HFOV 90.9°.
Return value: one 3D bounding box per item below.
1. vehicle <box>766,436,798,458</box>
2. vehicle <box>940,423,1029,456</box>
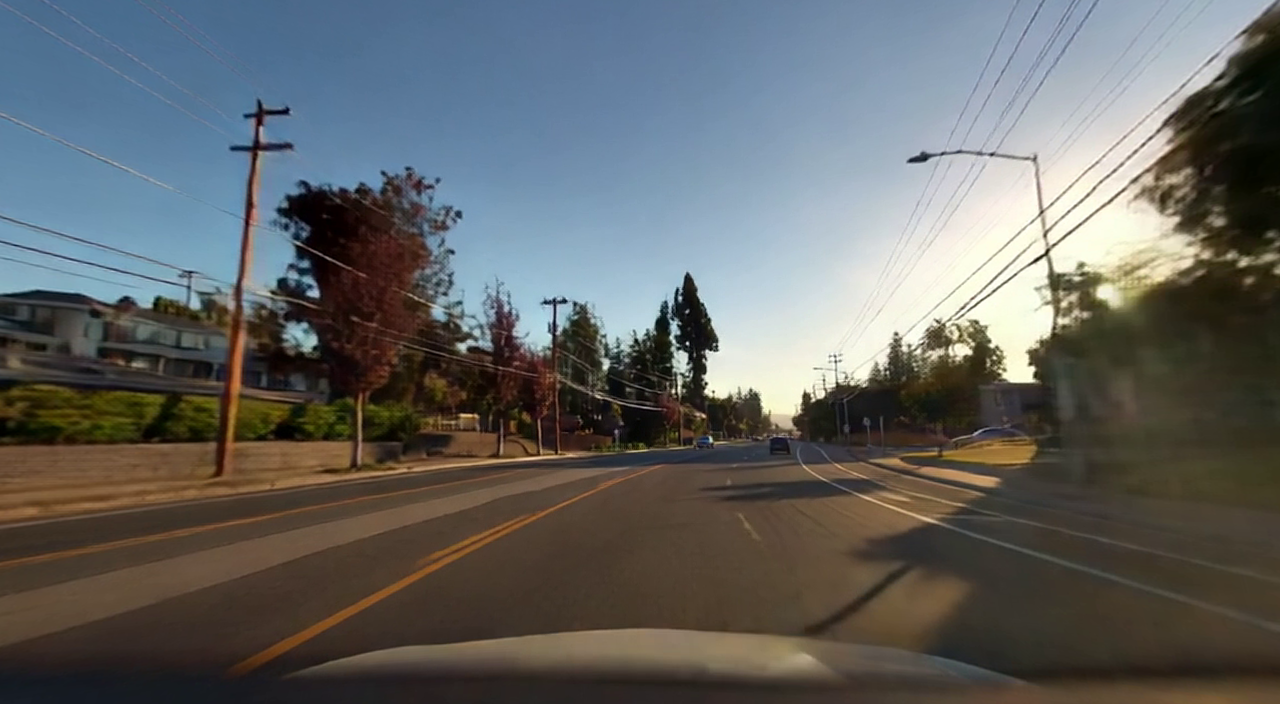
[{"bbox_3d":[9.842,6.619,43.900,1.982,1.451,4.152,-2,-9,10],"label":"vehicle"},{"bbox_3d":[22.822,5.823,41.782,4.687,1.805,2.130,-11,-13,37],"label":"vehicle"}]
